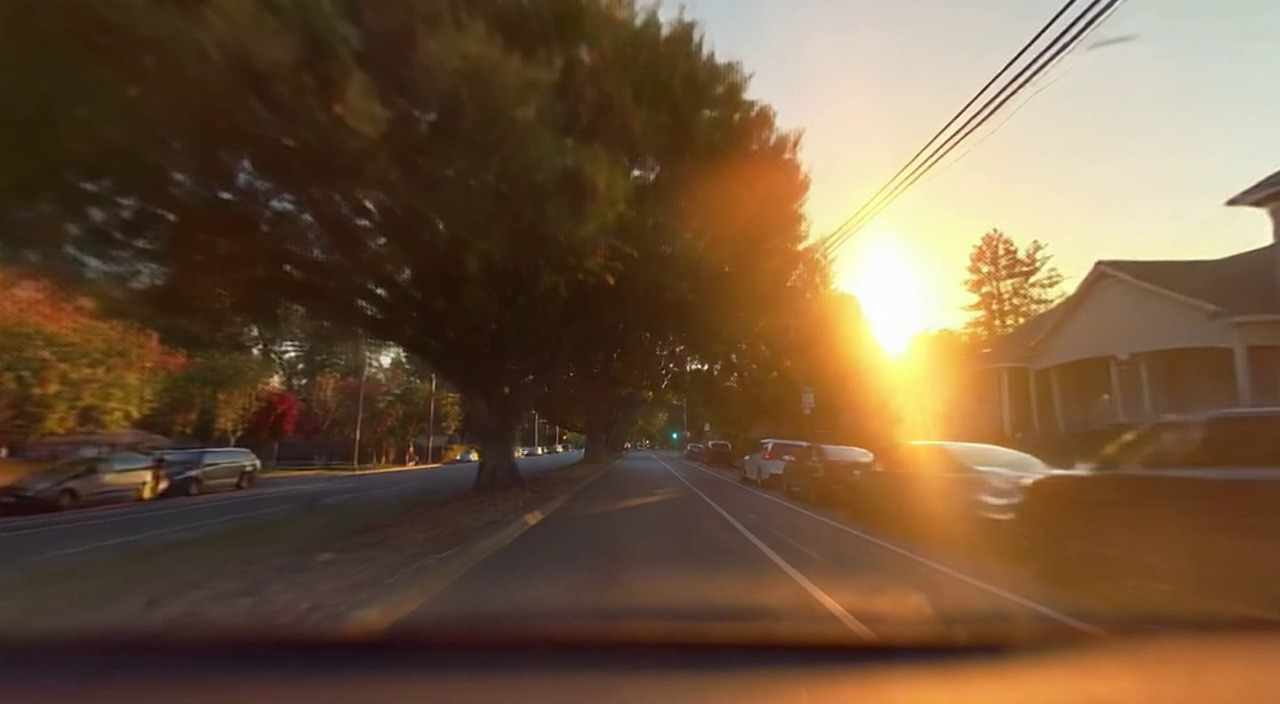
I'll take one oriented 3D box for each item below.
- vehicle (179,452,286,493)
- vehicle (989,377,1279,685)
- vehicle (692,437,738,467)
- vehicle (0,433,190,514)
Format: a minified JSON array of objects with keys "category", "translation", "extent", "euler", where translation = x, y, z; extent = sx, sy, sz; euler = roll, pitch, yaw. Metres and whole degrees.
[{"category":"vehicle","translation":[-17.696,5.210,27.709],"extent":[1.871,1.596,4.114],"euler":[0,-8,2]},{"category":"vehicle","translation":[4.506,1.075,4.043],"extent":[1.889,1.697,4.557],"euler":[0,-8,0]},{"category":"vehicle","translation":[4.548,6.168,39.043],"extent":[2.154,1.718,4.980],"euler":[0,-8,-1]},{"category":"vehicle","translation":[-17.750,3.799,20.410],"extent":[2.360,2.225,5.385],"euler":[0,-8,0]}]
